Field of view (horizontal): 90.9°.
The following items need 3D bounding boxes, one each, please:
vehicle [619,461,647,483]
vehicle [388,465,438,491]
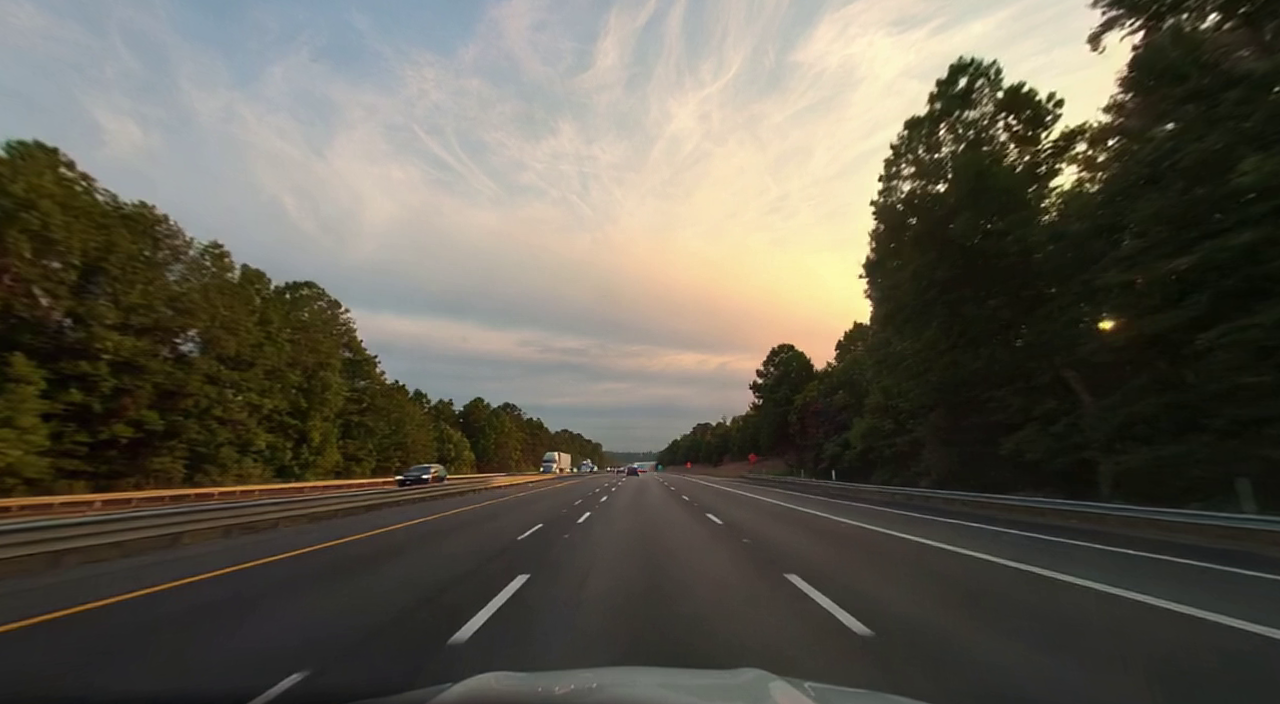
[{"bbox_3d":[-0.530,9.337,49.000,2.065,1.633,4.130,1,-11,-1],"label":"vehicle"},{"bbox_3d":[-12.883,7.157,35.959,1.670,1.378,3.363,-1,-10,-1],"label":"vehicle"}]
